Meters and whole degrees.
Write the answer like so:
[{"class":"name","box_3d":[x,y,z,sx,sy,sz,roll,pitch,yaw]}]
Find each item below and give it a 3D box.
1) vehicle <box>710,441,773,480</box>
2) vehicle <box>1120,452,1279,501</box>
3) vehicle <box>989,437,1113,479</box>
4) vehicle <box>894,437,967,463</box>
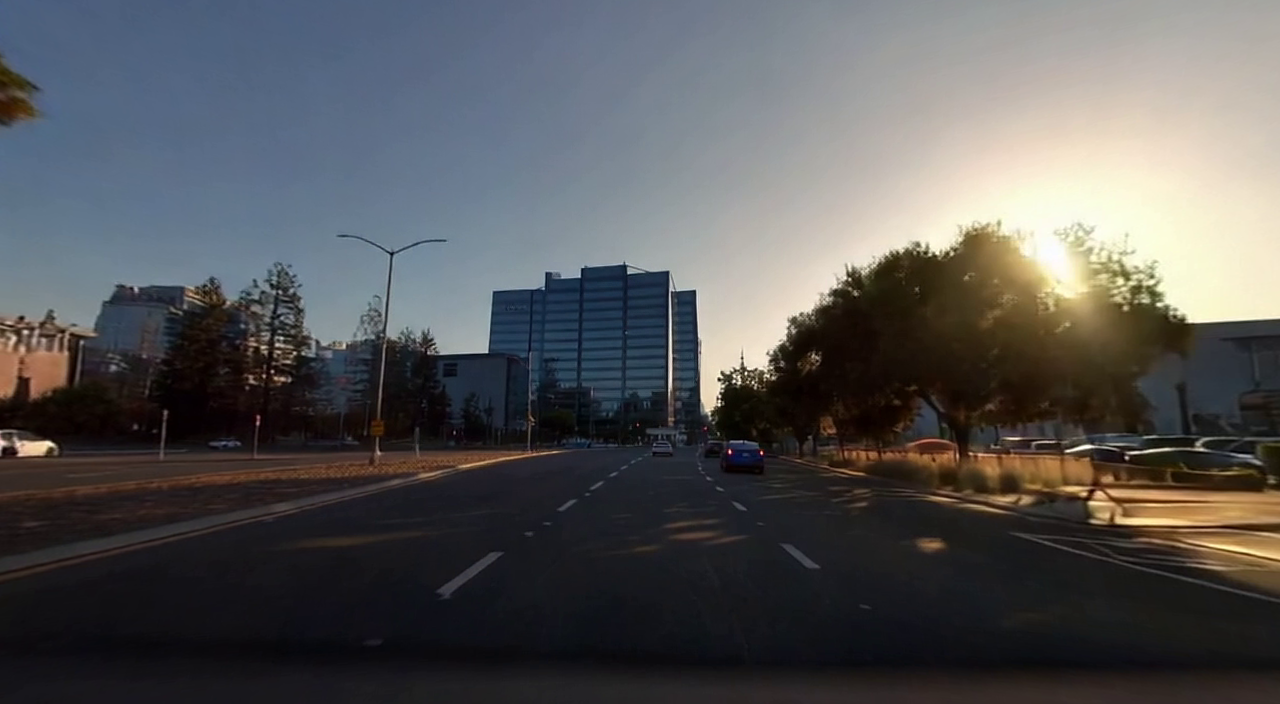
[{"class":"vehicle","box_3d":[4.216,4.560,26.914,1.981,1.499,4.536,0,-8,1]},{"class":"vehicle","box_3d":[19.229,4.154,21.460,1.696,1.398,4.190,3,-9,-21]},{"class":"vehicle","box_3d":[21.734,5.578,33.393,5.456,1.919,2.222,1,-8,-15]},{"class":"vehicle","box_3d":[21.283,7.179,46.239,4.480,1.754,1.956,1,-8,-14]}]
